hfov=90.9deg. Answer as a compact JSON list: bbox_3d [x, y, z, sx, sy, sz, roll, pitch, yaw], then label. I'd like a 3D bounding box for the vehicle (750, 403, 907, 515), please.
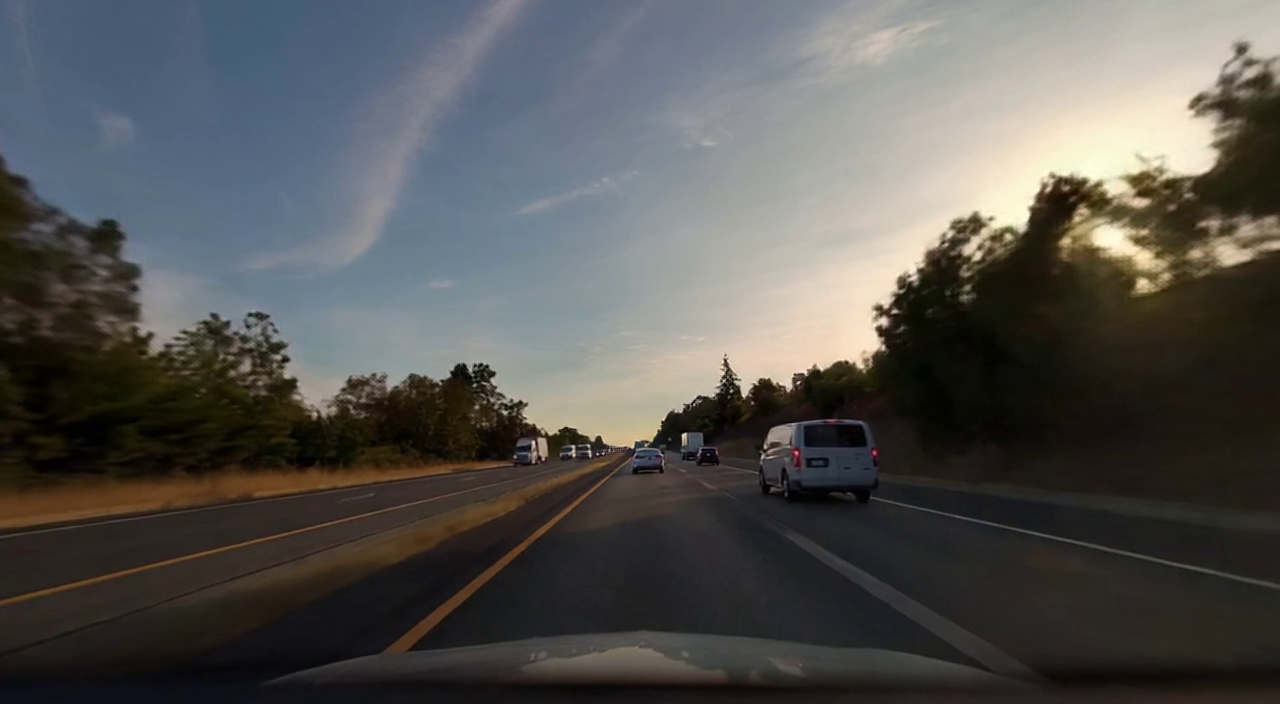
[{"bbox_3d":[4.303,2.560,15.433,2.232,2.290,4.720,0,-9,-2],"label":"vehicle"}]

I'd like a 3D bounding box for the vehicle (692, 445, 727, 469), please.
[{"bbox_3d":[4.630,7.026,42.342,1.868,1.566,3.509,0,-9,-1],"label":"vehicle"}]

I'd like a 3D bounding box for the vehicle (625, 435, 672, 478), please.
[{"bbox_3d":[0.396,5.099,30.870,2.143,1.925,4.101,0,-9,0],"label":"vehicle"}]
